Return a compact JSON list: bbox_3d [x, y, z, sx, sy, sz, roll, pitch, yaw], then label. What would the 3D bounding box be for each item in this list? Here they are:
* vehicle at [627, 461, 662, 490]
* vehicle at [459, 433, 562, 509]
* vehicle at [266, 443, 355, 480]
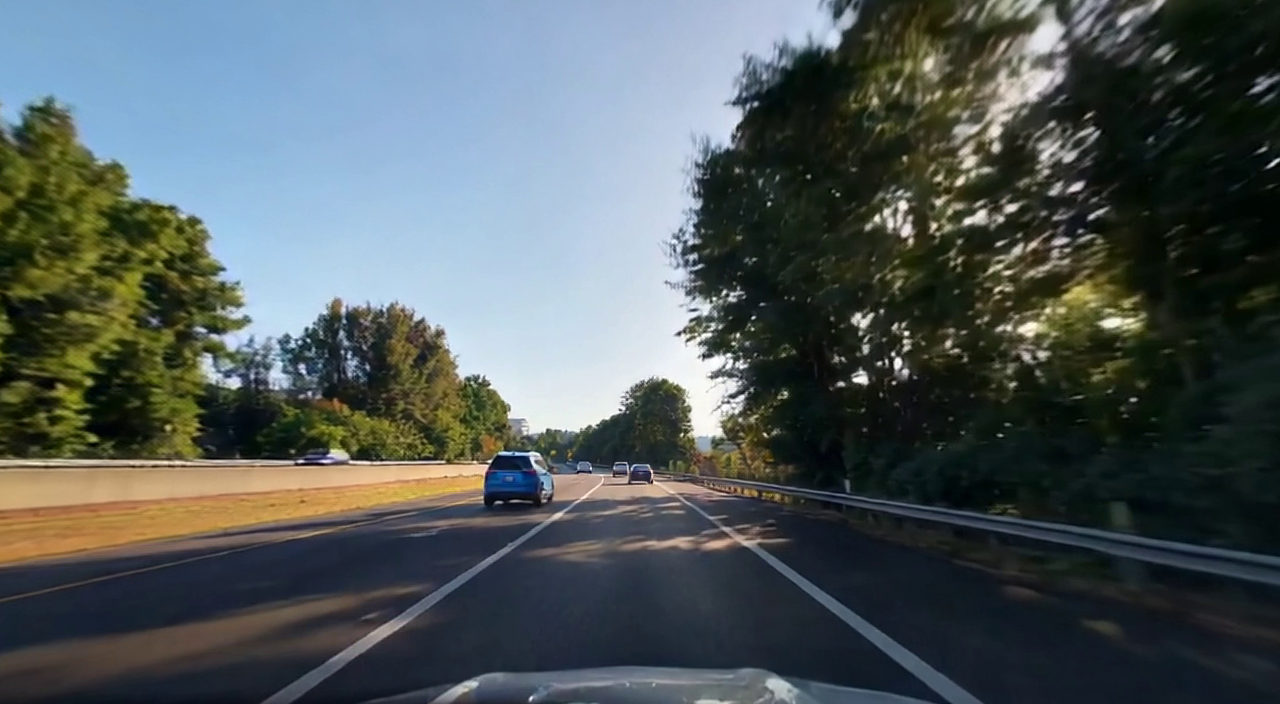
[{"bbox_3d":[0.216,7.189,36.707,1.905,1.559,3.491,1,-10,-2],"label":"vehicle"},{"bbox_3d":[-4.000,3.835,20.394,2.237,2.113,4.815,1,-10,0],"label":"vehicle"},{"bbox_3d":[-16.916,5.712,32.669,1.994,1.716,4.821,1,-10,0],"label":"vehicle"}]
